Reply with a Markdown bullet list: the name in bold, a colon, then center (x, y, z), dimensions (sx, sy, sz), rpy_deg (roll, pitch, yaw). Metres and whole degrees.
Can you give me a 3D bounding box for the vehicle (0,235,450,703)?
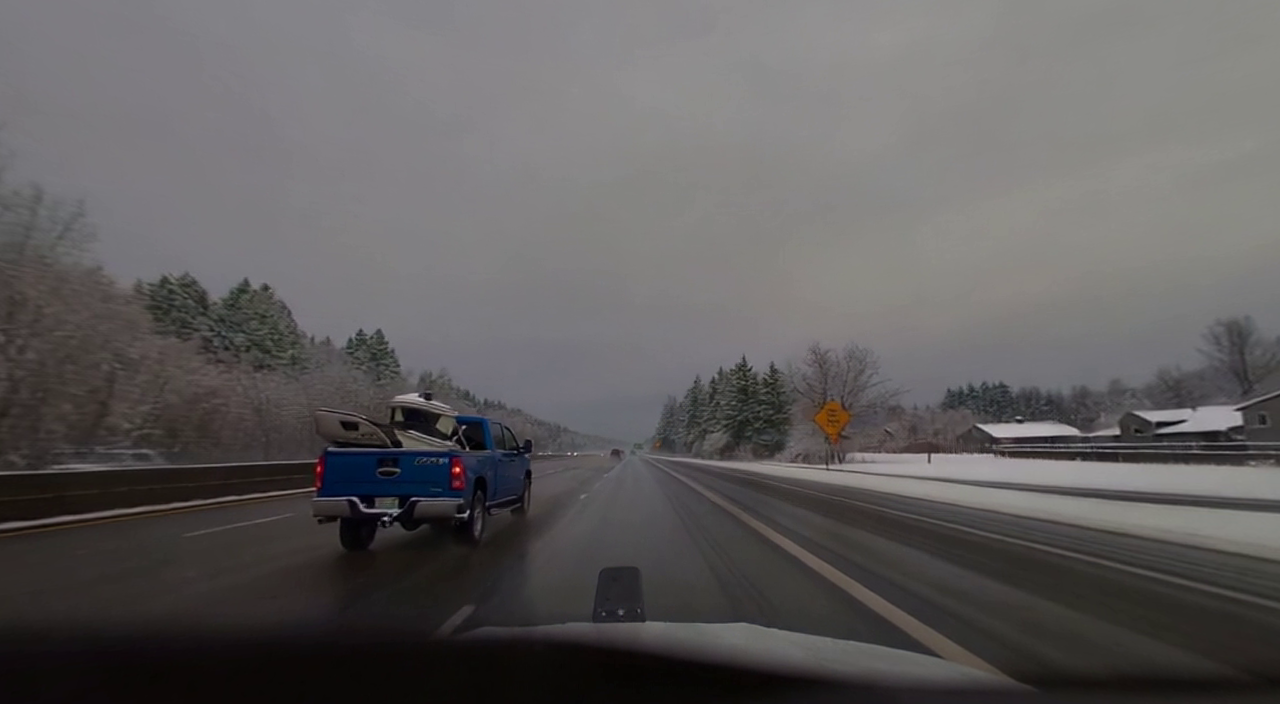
- **vehicle**: center (-2.787, 0.843, 3.134), dimensions (1.919, 1.935, 5.609), rpy_deg (0, -9, 0)
